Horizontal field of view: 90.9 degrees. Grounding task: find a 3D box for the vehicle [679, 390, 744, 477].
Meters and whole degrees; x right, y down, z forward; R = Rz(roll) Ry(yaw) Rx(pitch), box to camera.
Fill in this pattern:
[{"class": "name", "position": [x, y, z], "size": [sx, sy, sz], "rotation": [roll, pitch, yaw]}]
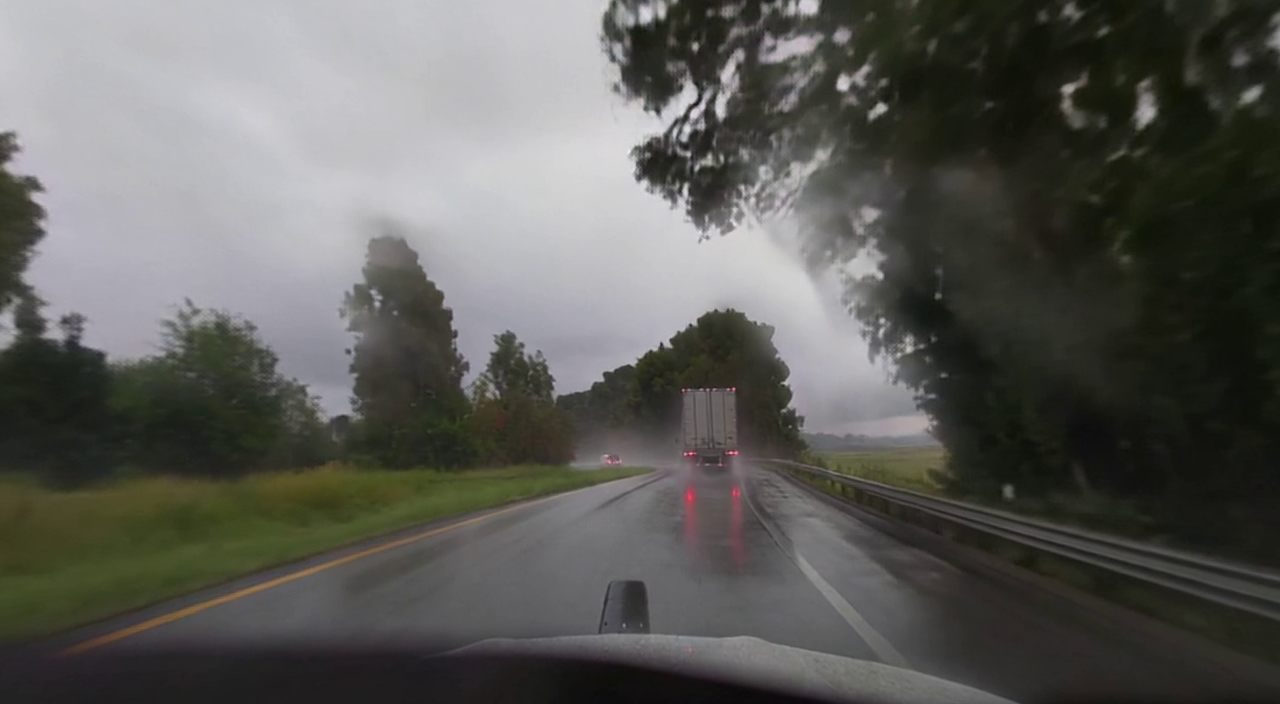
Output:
[{"class": "vehicle", "position": [4.315, 4.968, 37.525], "size": [3.087, 4.178, 13.682], "rotation": [-1, -8, 7]}]
